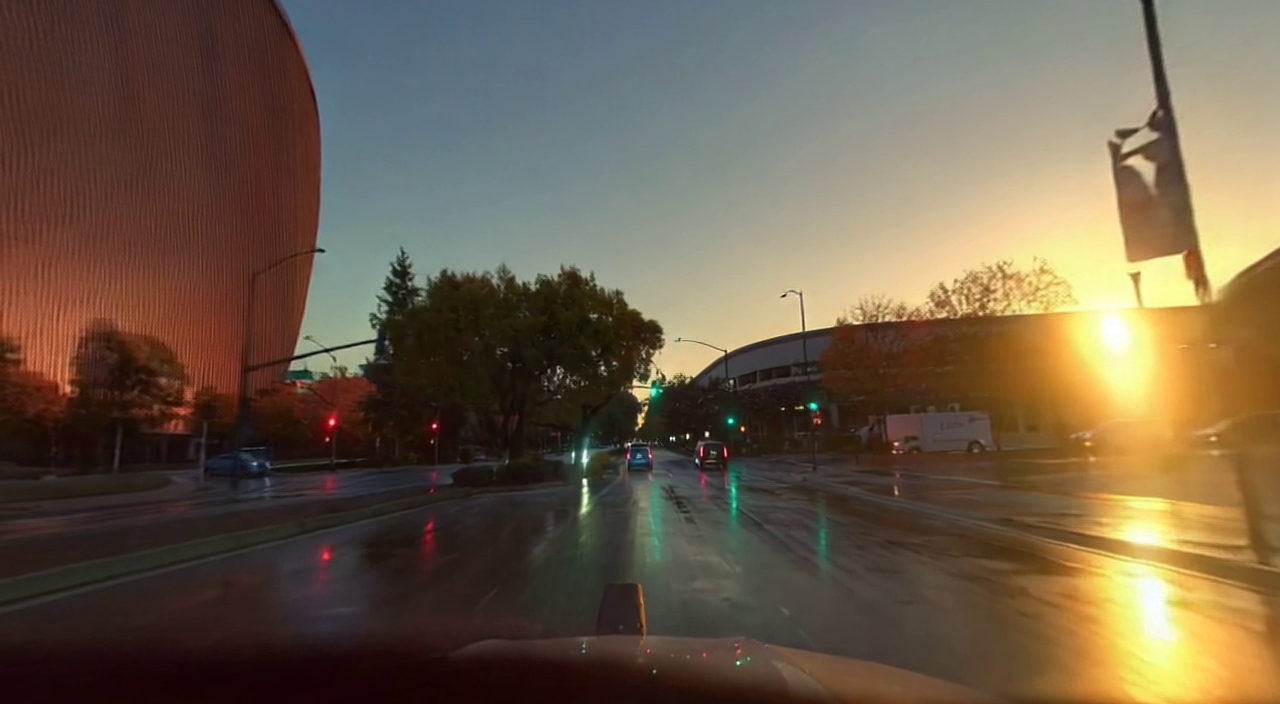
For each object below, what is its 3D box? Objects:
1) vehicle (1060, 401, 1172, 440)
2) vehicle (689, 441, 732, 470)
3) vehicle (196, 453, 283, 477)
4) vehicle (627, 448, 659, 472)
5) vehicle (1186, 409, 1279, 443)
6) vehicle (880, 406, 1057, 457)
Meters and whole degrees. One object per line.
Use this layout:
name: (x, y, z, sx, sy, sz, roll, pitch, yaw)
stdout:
vehicle: (23.421, 3.466, 31.268, 1.887, 1.635, 4.695, 1, -9, 0)
vehicle: (4.525, 6.757, 41.230, 2.174, 1.749, 4.739, 0, -9, -2)
vehicle: (-26.793, 7.540, 42.184, 4.500, 1.555, 1.913, 0, -9, 3)
vehicle: (0.186, 7.126, 41.698, 2.014, 1.525, 4.197, 0, -9, -1)
vehicle: (30.427, 3.784, 31.838, 1.729, 1.507, 4.279, -1, -9, 1)
vehicle: (23.647, 5.858, 45.944, 10.893, 3.534, 3.195, 0, -9, 5)
